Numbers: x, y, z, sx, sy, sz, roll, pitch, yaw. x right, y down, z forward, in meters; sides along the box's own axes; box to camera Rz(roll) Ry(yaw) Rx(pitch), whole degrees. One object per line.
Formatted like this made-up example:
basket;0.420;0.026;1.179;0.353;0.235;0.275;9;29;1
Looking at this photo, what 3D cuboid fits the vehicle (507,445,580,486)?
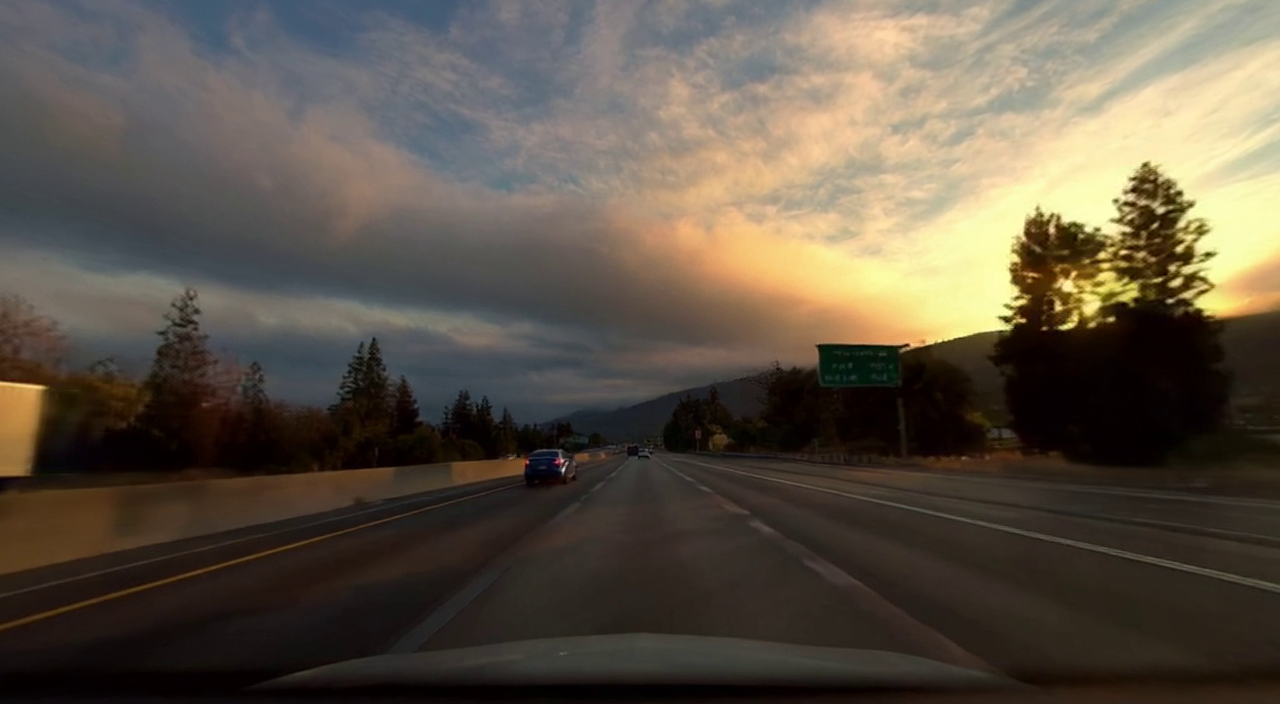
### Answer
vehicle;-3.911;4.724;26.576;2.128;1.521;5.409;0;-9;1
